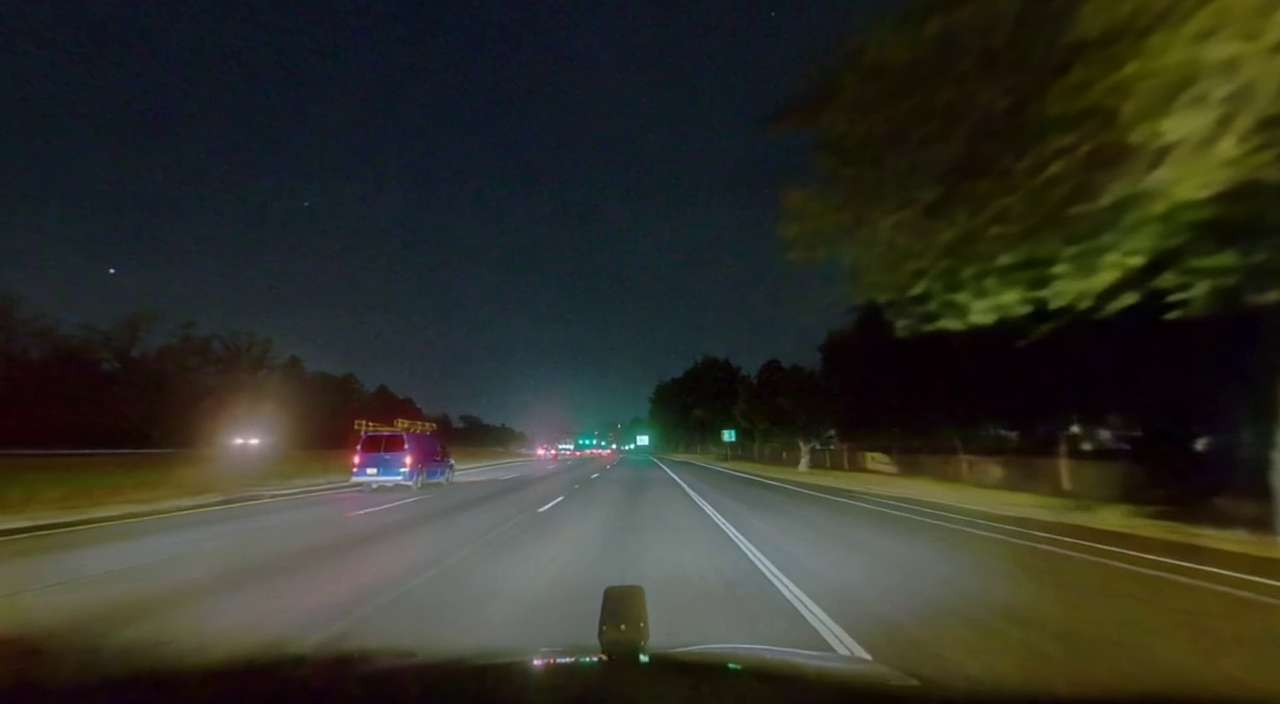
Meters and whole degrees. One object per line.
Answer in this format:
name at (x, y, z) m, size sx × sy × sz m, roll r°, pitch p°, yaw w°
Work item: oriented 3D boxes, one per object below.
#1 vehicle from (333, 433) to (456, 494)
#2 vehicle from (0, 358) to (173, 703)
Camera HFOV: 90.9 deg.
vehicle at (-7.850, 3.613, 20.782) m, size 2.093 × 1.752 × 4.771 m, roll 0°, pitch -9°, yaw 0°
vehicle at (-3.739, 0.642, 1.127) m, size 2.040 × 1.679 × 4.865 m, roll 0°, pitch -9°, yaw 0°
